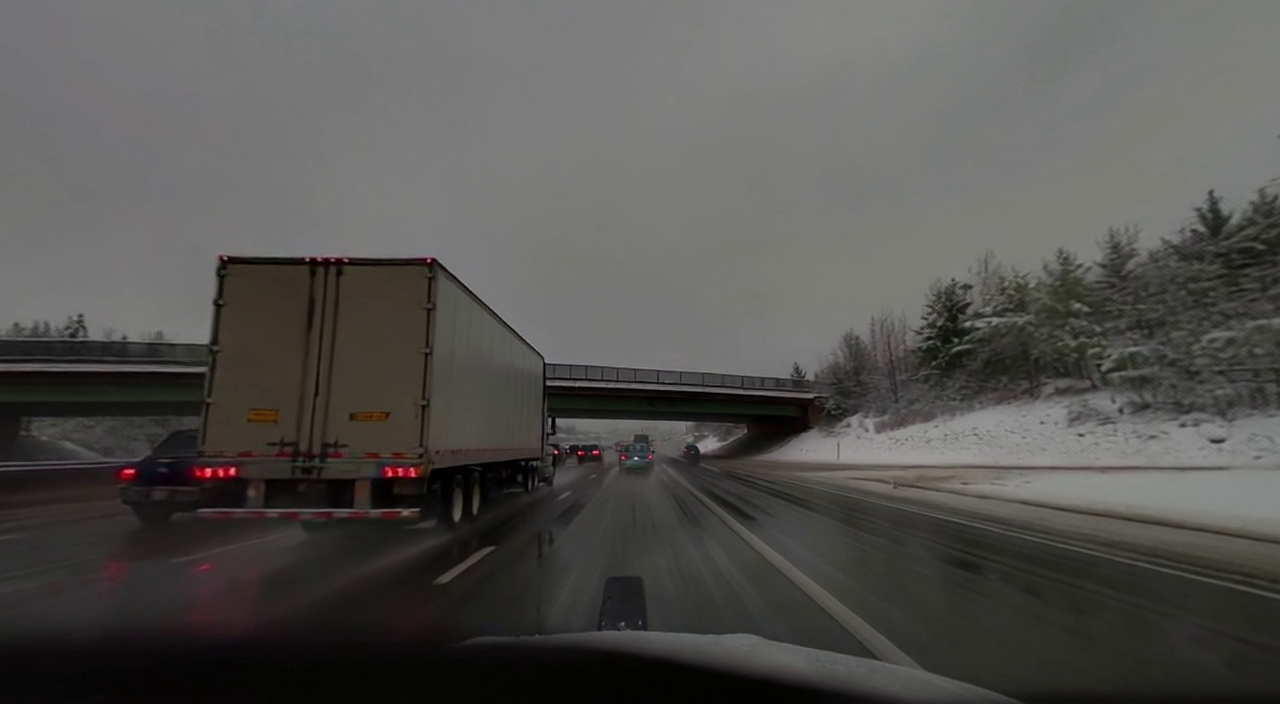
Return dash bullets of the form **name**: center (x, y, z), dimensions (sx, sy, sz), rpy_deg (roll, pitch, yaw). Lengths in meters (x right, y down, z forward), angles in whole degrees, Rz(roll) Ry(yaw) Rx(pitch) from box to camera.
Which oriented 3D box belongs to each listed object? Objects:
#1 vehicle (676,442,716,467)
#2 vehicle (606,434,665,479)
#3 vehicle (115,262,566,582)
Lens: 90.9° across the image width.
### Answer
- **vehicle**: center (3.415, 6.373, 39.334), dimensions (2.003, 1.465, 4.092), rpy_deg (0, -8, -1)
- **vehicle**: center (-0.182, 4.329, 26.436), dimensions (2.270, 1.696, 4.061), rpy_deg (0, -8, 0)
- **vehicle**: center (-3.672, 1.449, 12.013), dimensions (3.075, 3.276, 11.073), rpy_deg (0, -8, 1)
